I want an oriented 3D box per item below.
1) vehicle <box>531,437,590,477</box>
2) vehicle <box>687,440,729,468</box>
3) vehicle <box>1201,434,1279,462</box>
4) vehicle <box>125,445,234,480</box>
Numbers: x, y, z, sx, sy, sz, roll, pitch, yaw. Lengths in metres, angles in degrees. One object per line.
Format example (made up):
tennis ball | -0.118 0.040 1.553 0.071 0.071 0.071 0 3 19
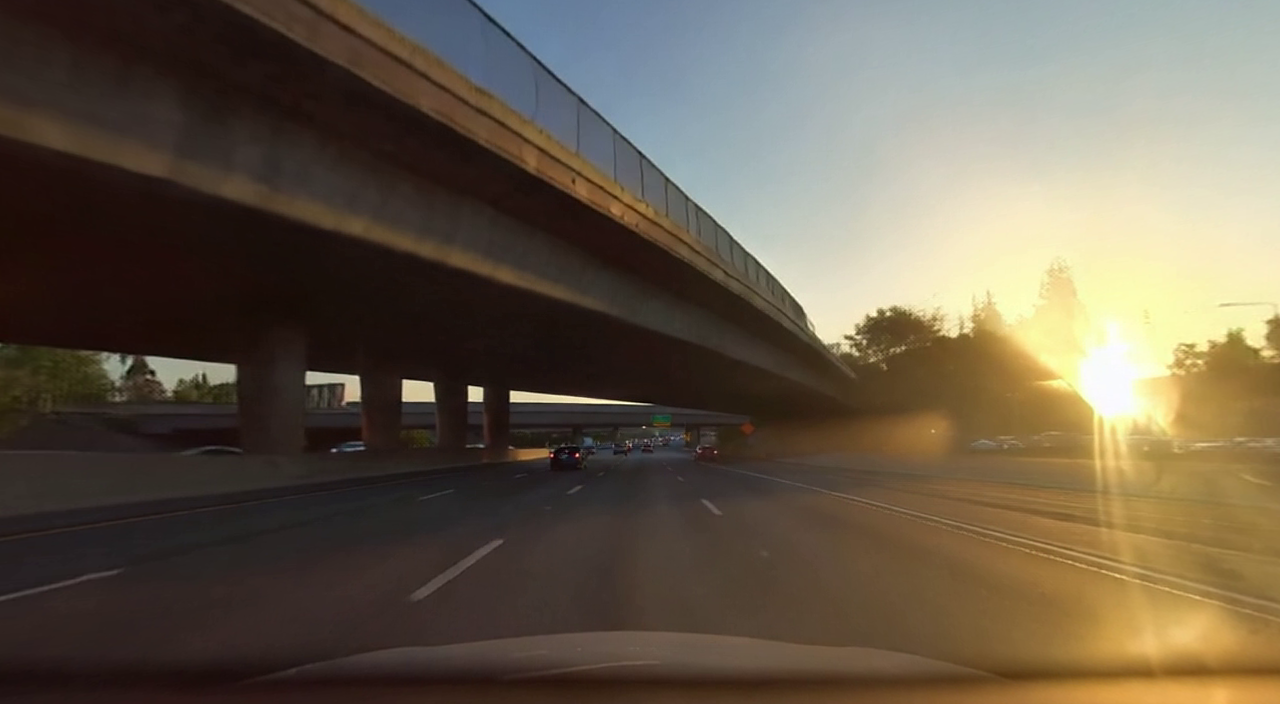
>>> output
vehicle | -3.703 4.990 30.296 2.196 1.733 4.355 0 -8 1
vehicle | 4.349 6.589 40.899 2.229 1.704 4.392 0 -8 0
vehicle | 37.247 5.910 38.833 3.612 1.451 1.747 -3 -9 0
vehicle | -21.061 5.045 29.078 1.815 1.438 4.158 0 -8 1
